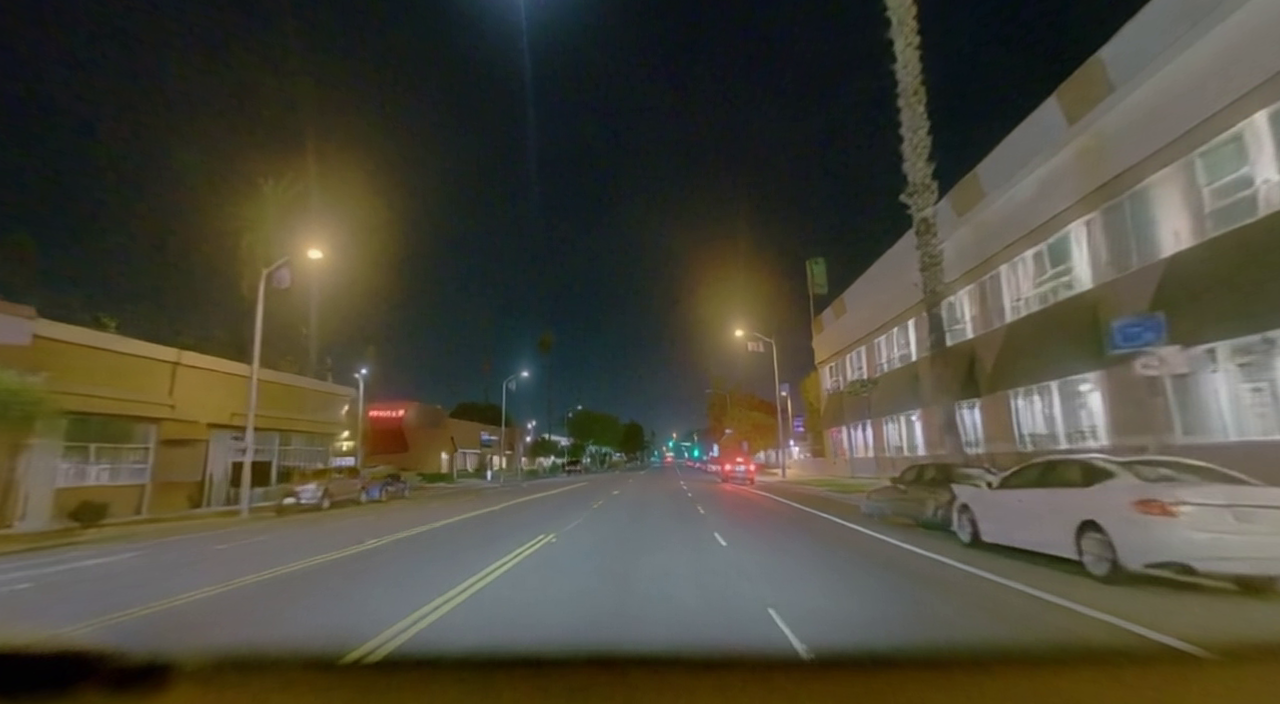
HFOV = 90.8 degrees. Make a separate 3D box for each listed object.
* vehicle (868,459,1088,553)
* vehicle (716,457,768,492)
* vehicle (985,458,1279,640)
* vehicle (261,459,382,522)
[{"bbox_3d":[6.407,2.935,12.756,1.932,1.490,4.598,0,-9,1],"label":"vehicle"},{"bbox_3d":[4.724,5.705,29.807,2.067,1.477,4.653,-1,-9,5],"label":"vehicle"},{"bbox_3d":[6.314,2.049,7.612,1.834,1.504,4.331,0,-9,0],"label":"vehicle"},{"bbox_3d":[-12.112,5.234,24.549,1.949,2.026,5.141,1,-8,0],"label":"vehicle"}]
